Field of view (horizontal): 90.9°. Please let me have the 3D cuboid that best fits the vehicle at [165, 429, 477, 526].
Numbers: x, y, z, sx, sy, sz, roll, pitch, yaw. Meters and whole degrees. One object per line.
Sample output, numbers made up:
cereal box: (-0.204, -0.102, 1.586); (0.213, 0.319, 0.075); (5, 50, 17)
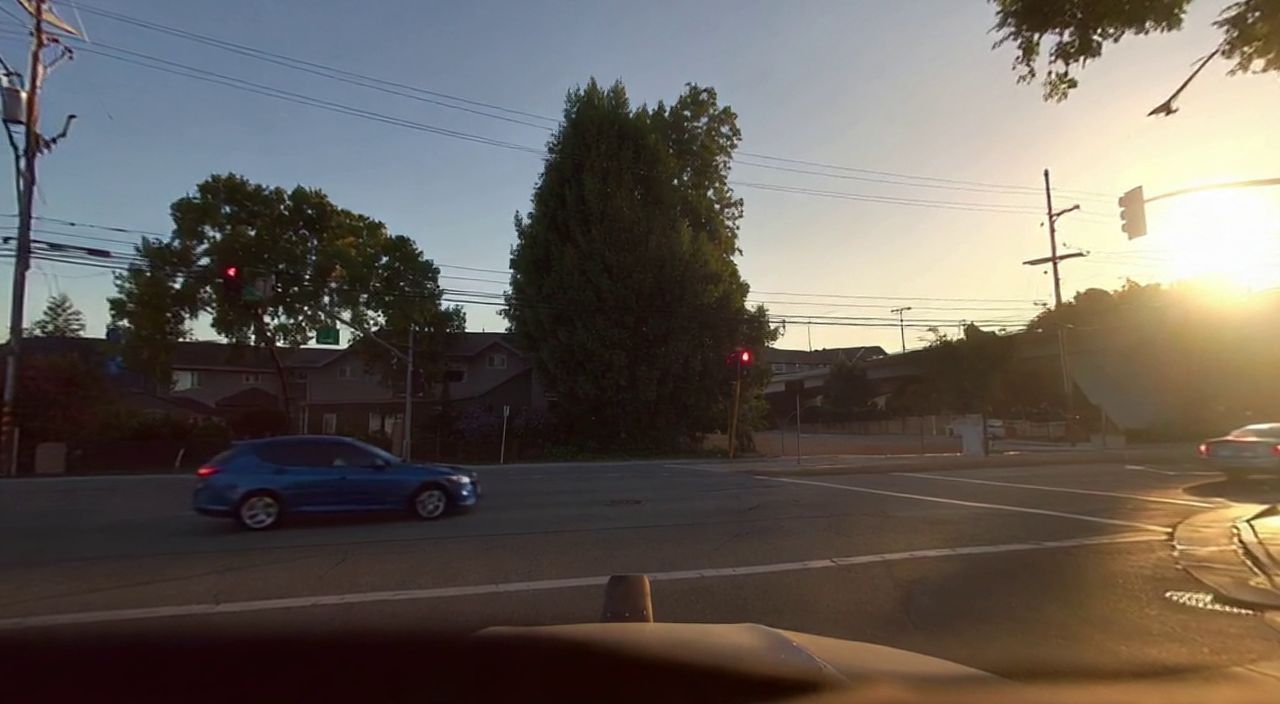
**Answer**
vehicle: (-5.340, 2.164, 11.342); (4.610, 1.476, 2.021); (2, -9, -14)
